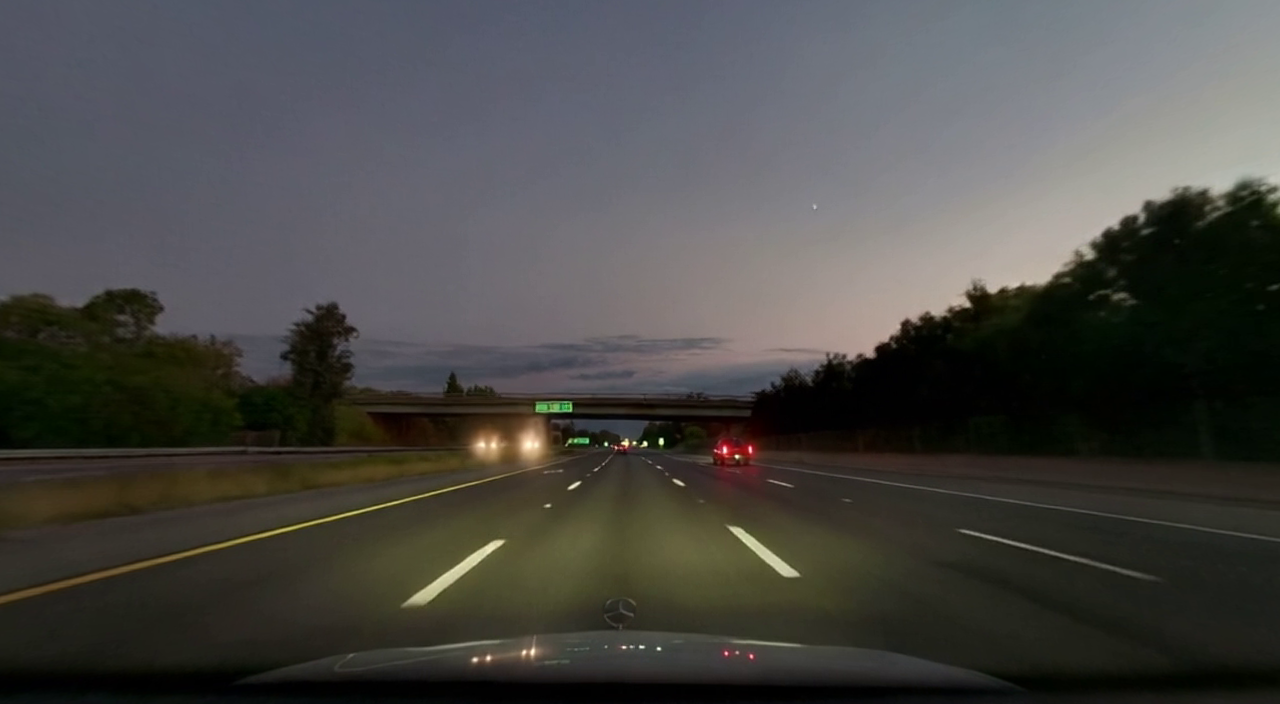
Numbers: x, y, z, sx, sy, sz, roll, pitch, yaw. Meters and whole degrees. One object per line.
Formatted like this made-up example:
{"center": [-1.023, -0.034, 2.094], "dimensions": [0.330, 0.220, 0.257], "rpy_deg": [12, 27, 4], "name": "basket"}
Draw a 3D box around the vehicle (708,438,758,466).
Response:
{"center": [6.507, 7.072, 44.830], "dimensions": [2.395, 1.819, 6.086], "rpy_deg": [0, -8, -2], "name": "vehicle"}
